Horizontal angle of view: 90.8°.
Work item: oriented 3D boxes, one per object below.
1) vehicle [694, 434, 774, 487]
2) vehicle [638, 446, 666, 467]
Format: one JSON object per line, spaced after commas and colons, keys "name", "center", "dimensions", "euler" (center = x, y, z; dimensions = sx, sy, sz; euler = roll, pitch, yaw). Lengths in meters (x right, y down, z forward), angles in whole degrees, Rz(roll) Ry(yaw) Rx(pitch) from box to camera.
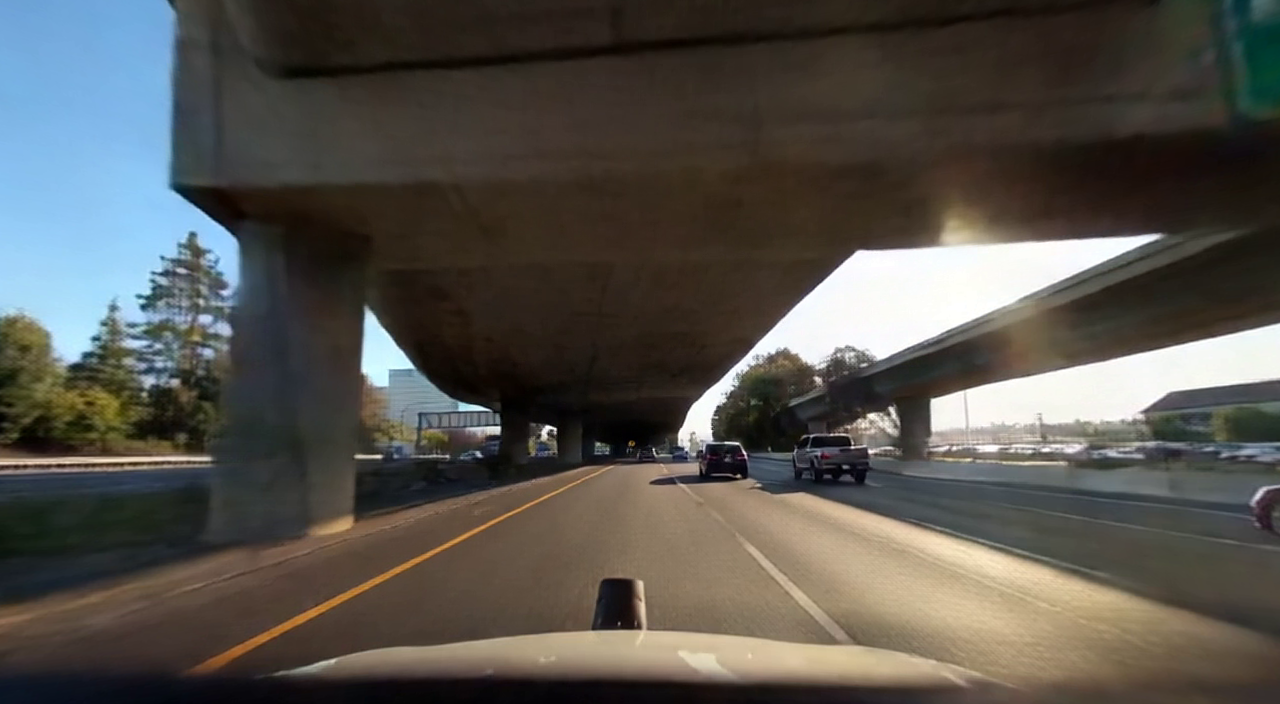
{"name": "vehicle", "center": [3.376, 4.047, 23.786], "dimensions": [2.226, 1.779, 4.835], "euler": [0, -9, -1]}
{"name": "vehicle", "center": [0.922, 8.059, 48.833], "dimensions": [2.046, 1.475, 3.784], "euler": [0, -9, 1]}
